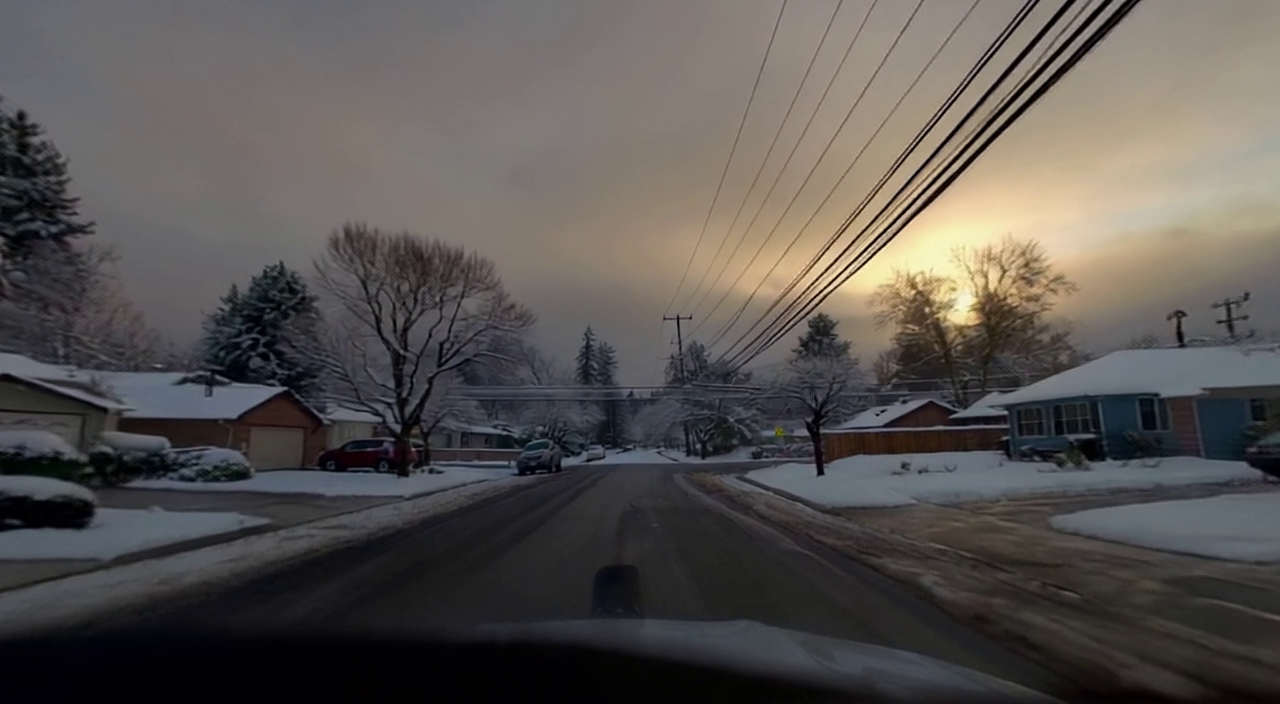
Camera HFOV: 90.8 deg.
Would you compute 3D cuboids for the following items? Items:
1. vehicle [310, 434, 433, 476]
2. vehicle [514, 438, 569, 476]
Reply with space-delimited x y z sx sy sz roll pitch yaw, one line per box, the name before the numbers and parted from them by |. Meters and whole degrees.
vehicle | -13.072 5.039 30.988 5.033 1.997 2.126 0 -9 0
vehicle | -6.258 6.801 40.875 2.739 2.164 6.065 -1 -9 -1
